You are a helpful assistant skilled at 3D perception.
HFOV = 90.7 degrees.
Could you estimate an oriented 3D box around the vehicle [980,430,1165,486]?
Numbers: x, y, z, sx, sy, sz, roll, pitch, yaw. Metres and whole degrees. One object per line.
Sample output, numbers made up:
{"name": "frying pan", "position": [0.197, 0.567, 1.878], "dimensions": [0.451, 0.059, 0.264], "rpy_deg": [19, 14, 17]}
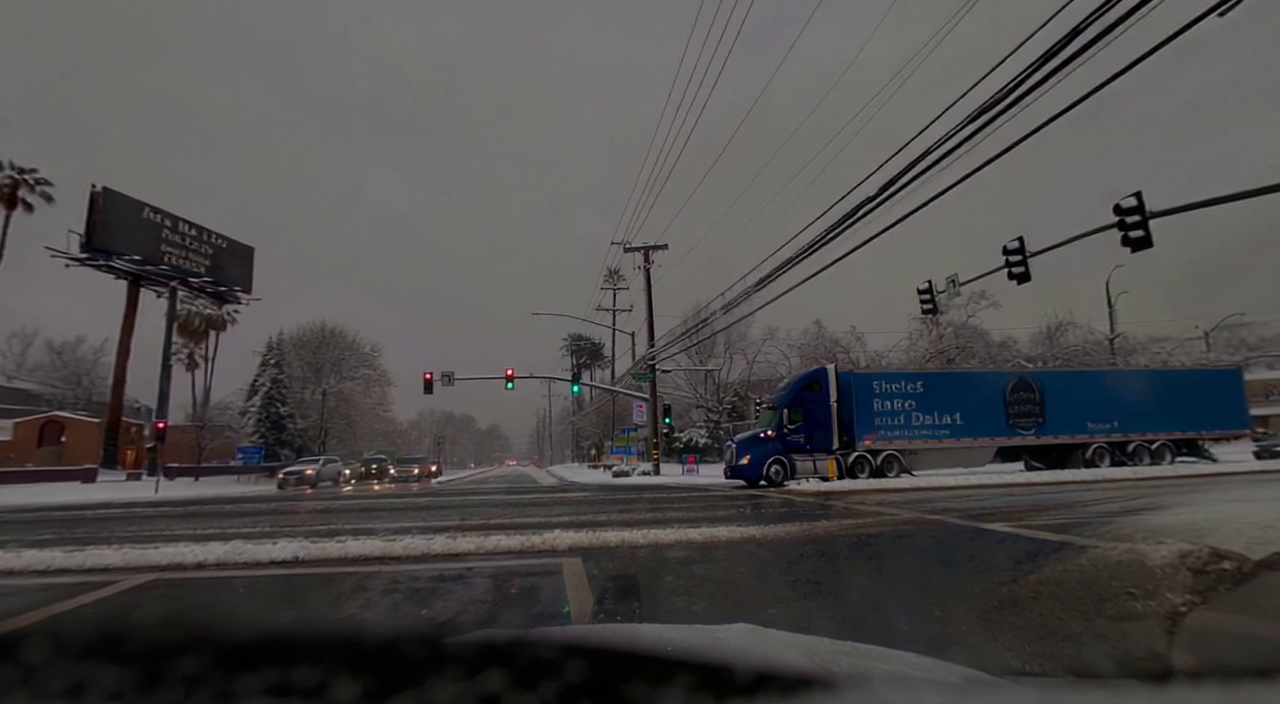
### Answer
{"name": "vehicle", "position": [14.450, 3.557, 21.280], "dimensions": [4.958, 1.510, 1.949], "rpy_deg": [-2, -10, -8]}

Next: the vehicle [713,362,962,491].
{"name": "vehicle", "position": [7.144, 2.811, 23.625], "dimensions": [8.167, 4.352, 3.029], "rpy_deg": [1, -9, -9]}

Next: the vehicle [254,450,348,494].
{"name": "vehicle", "position": [-22.111, 7.791, 41.656], "dimensions": [2.989, 2.573, 6.053], "rpy_deg": [0, -9, -3]}

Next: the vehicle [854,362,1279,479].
{"name": "vehicle", "position": [17.362, 2.771, 25.350], "dimensions": [17.071, 4.151, 2.876], "rpy_deg": [1, -9, -10]}

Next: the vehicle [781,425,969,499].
{"name": "vehicle", "position": [7.457, 3.528, 20.397], "dimensions": [5.079, 1.893, 2.200], "rpy_deg": [-2, -10, -10]}

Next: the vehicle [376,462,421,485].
{"name": "vehicle", "position": [-18.552, 9.329, 48.777], "dimensions": [1.834, 1.521, 4.970], "rpy_deg": [0, -9, -4]}

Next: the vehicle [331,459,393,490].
{"name": "vehicle", "position": [-17.702, 7.797, 40.591], "dimensions": [2.028, 1.744, 4.876], "rpy_deg": [0, -9, -4]}
